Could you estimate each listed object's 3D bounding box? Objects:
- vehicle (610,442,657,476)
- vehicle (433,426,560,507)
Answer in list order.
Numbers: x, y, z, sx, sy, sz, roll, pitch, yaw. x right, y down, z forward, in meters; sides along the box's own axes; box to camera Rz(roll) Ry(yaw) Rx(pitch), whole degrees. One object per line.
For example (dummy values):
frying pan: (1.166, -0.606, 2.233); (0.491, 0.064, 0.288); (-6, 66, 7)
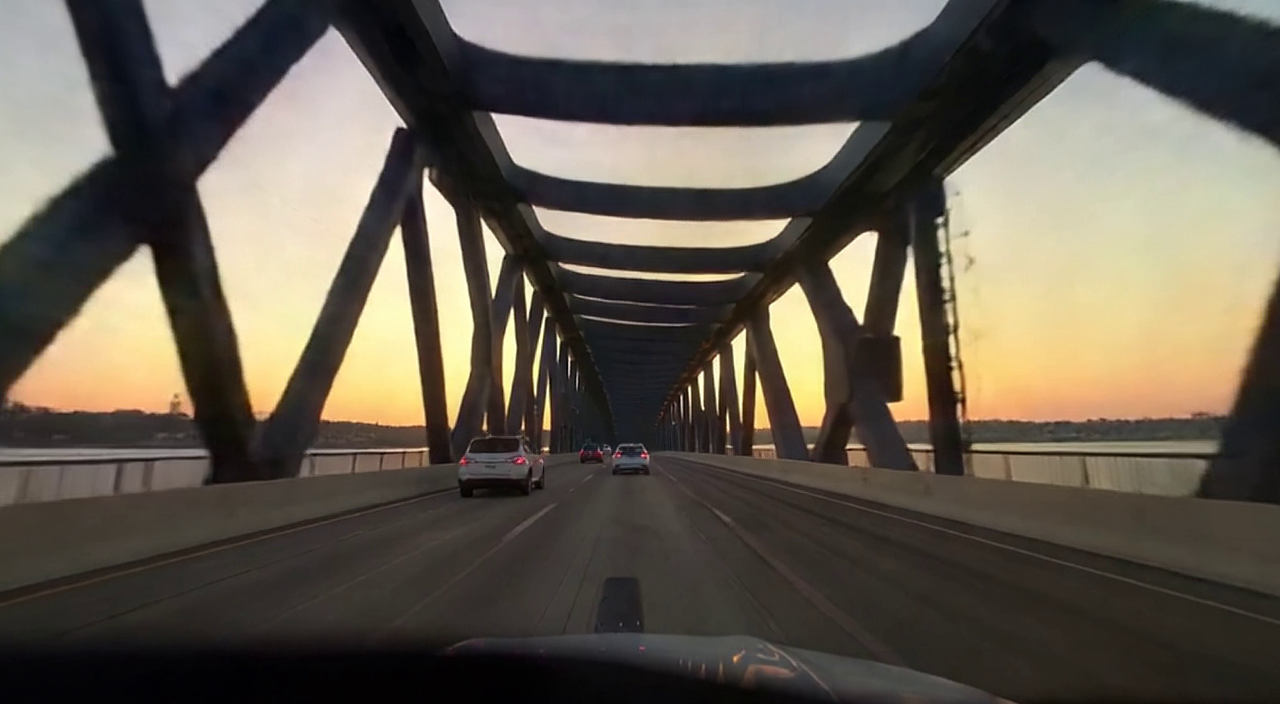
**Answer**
vehicle: (-0.298, 4.994, 29.643); (2.048, 1.450, 3.973); (0, -9, -1)
vehicle: (-3.562, 2.957, 16.743); (2.190, 1.807, 4.741); (0, -9, 1)
